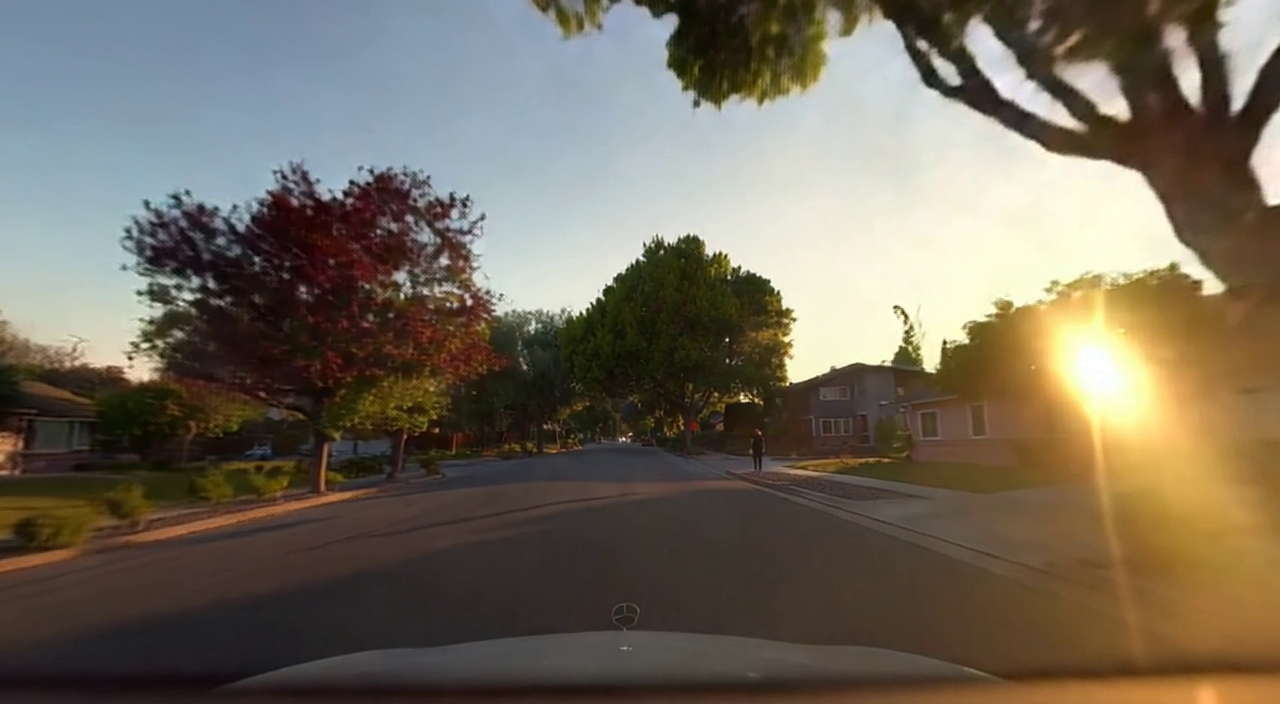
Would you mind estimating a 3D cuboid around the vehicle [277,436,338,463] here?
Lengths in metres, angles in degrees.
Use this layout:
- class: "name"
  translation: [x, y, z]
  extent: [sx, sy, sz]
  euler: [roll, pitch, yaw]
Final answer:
- class: "vehicle"
  translation: [-25.453, 7.523, 48.603]
  extent: [2.004, 1.856, 4.934]
  euler: [-3, -9, 1]
